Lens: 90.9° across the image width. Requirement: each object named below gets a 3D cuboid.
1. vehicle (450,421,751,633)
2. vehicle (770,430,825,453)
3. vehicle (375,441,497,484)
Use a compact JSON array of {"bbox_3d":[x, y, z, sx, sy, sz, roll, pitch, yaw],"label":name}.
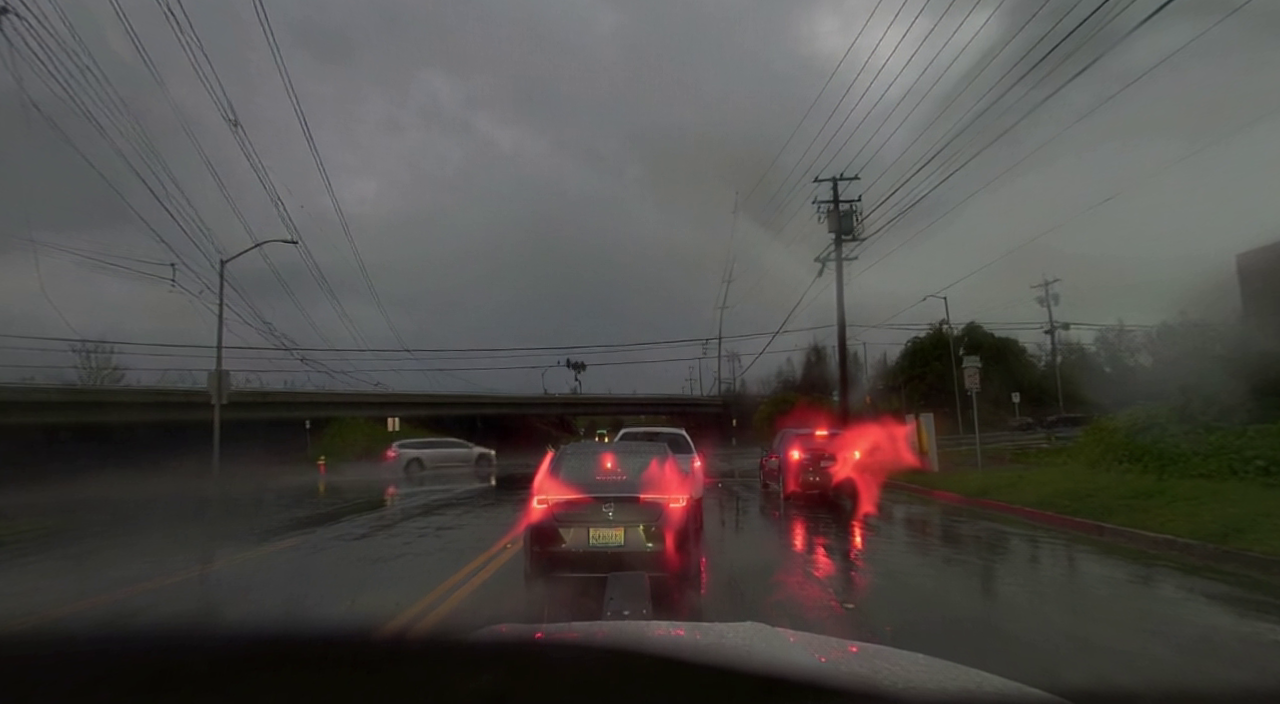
[{"bbox_3d":[-0.240,1.526,6.470,2.090,1.458,4.033,-1,-9,1],"label":"vehicle"},{"bbox_3d":[12.051,6.859,48.041,1.986,1.667,4.748,-8,-12,43],"label":"vehicle"},{"bbox_3d":[-8.446,4.556,26.402,1.901,1.637,4.435,-9,-12,44],"label":"vehicle"}]
